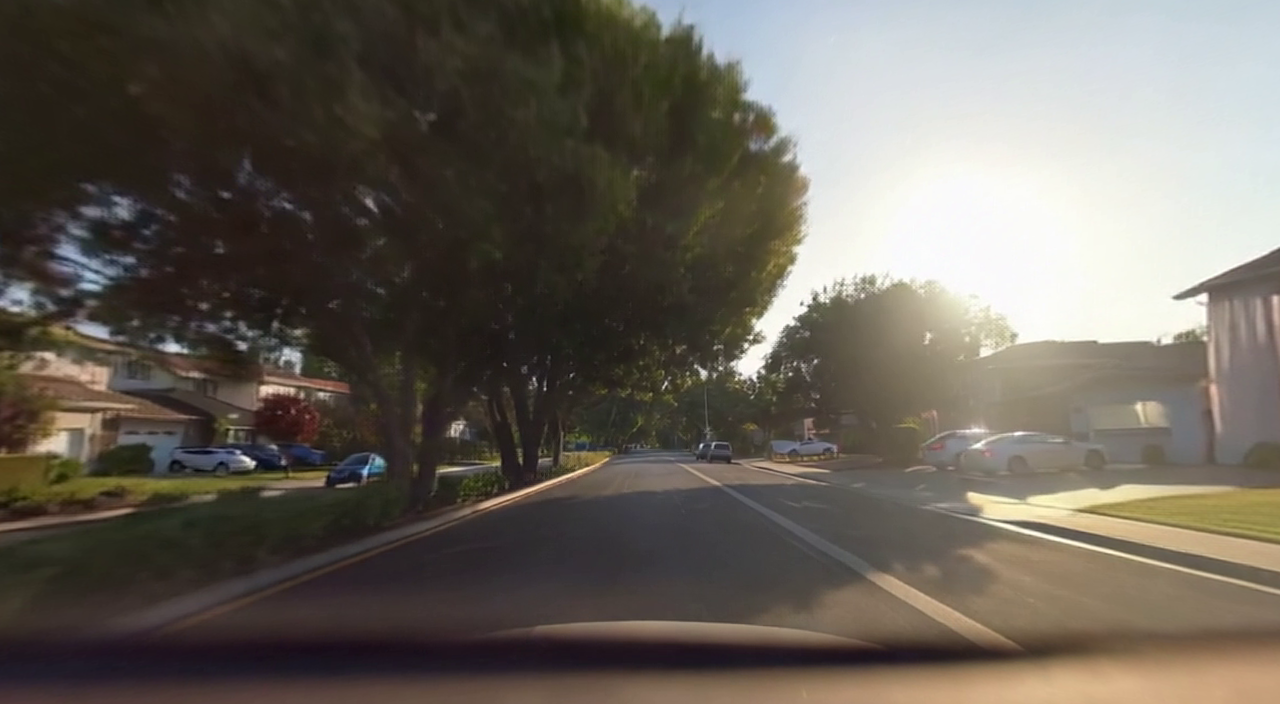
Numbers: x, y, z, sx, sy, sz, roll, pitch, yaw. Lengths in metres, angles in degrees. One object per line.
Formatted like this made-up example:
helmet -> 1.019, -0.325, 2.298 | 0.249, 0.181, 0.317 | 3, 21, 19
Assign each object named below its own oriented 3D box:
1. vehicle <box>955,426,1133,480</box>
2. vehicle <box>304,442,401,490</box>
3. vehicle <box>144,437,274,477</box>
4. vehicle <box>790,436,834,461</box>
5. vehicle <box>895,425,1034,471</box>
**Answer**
vehicle -> 14.089, 3.568, 22.291 | 4.775, 1.524, 1.983 | -4, -9, 3
vehicle -> -11.456, 4.569, 25.527 | 2.020, 1.691, 4.308 | -1, -10, -2
vehicle -> -21.251, 5.181, 31.328 | 4.830, 1.857, 2.183 | 0, -9, 2
vehicle -> 13.309, 7.532, 49.151 | 1.978, 1.738, 4.734 | -2, -9, -1
vehicle -> 13.966, 4.177, 27.461 | 4.763, 1.816, 2.227 | -2, -9, 2
